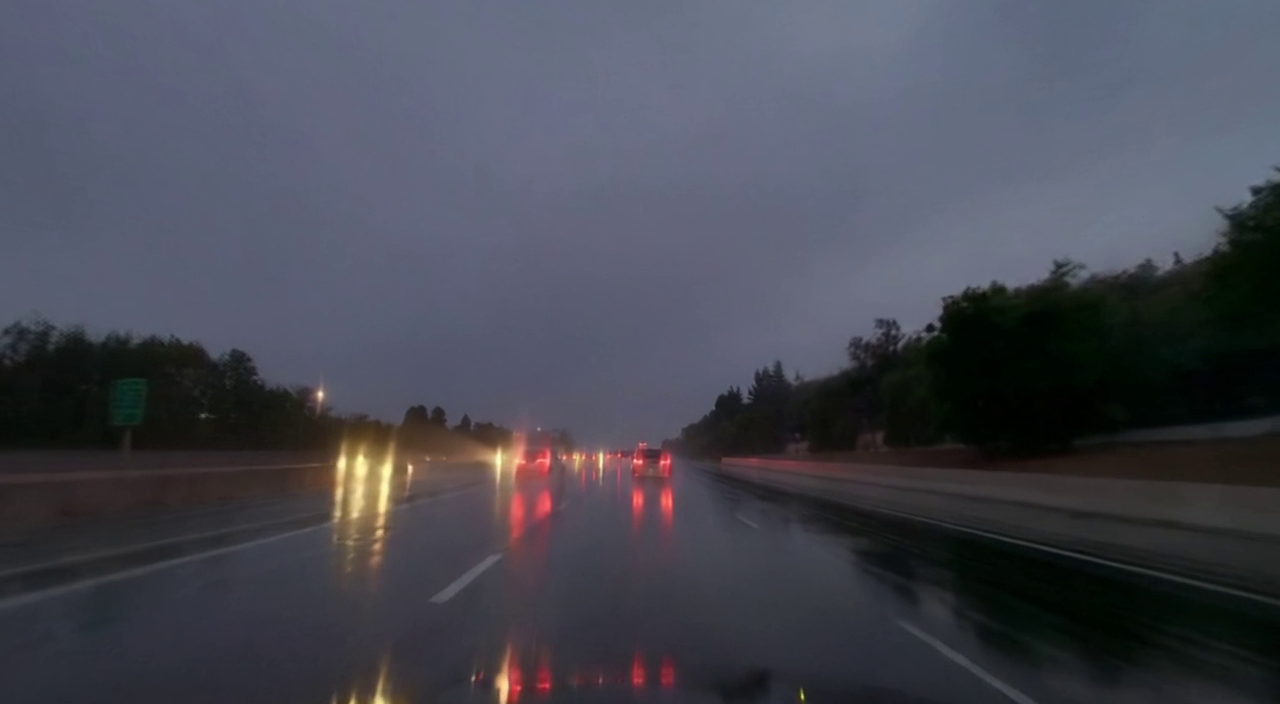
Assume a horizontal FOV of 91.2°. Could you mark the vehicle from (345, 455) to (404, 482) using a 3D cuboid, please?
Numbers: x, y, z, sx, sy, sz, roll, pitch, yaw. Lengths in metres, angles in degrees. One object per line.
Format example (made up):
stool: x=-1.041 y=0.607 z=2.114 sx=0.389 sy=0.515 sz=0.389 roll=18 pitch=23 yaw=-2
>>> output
vehicle: x=-16.852 y=7.378 z=39.954 sx=1.874 sy=1.538 sz=4.116 roll=-1 pitch=-9 yaw=1

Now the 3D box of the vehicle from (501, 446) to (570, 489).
vehicle: x=-4.020 y=4.522 z=24.847 sx=1.940 sy=1.502 sz=4.463 roll=-1 pitch=-9 yaw=1

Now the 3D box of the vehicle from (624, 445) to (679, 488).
vehicle: x=0.398 y=4.546 z=25.161 sx=2.015 sy=1.526 sz=4.286 roll=0 pitch=-9 yaw=-1
